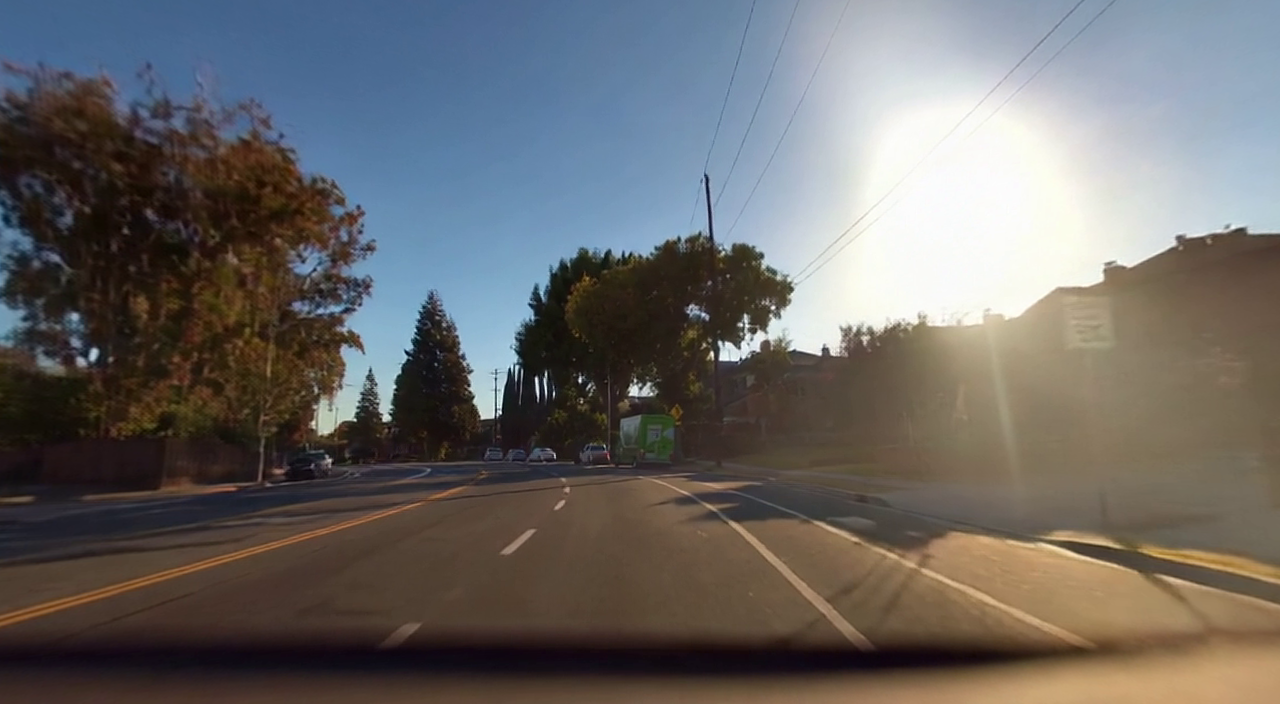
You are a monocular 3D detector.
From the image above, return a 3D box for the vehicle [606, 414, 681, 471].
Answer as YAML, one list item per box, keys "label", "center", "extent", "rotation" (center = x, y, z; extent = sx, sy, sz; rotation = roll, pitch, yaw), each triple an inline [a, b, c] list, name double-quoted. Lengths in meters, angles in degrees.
- label: "vehicle"
  center: [0.050, 5.913, 41.059]
  extent: [2.918, 3.319, 7.595]
  rotation: [2, -9, -15]

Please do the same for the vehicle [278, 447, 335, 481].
- label: "vehicle"
  center: [-19.497, 6.515, 36.867]
  extent: [1.976, 1.797, 4.249]
  rotation: [2, -9, -16]
